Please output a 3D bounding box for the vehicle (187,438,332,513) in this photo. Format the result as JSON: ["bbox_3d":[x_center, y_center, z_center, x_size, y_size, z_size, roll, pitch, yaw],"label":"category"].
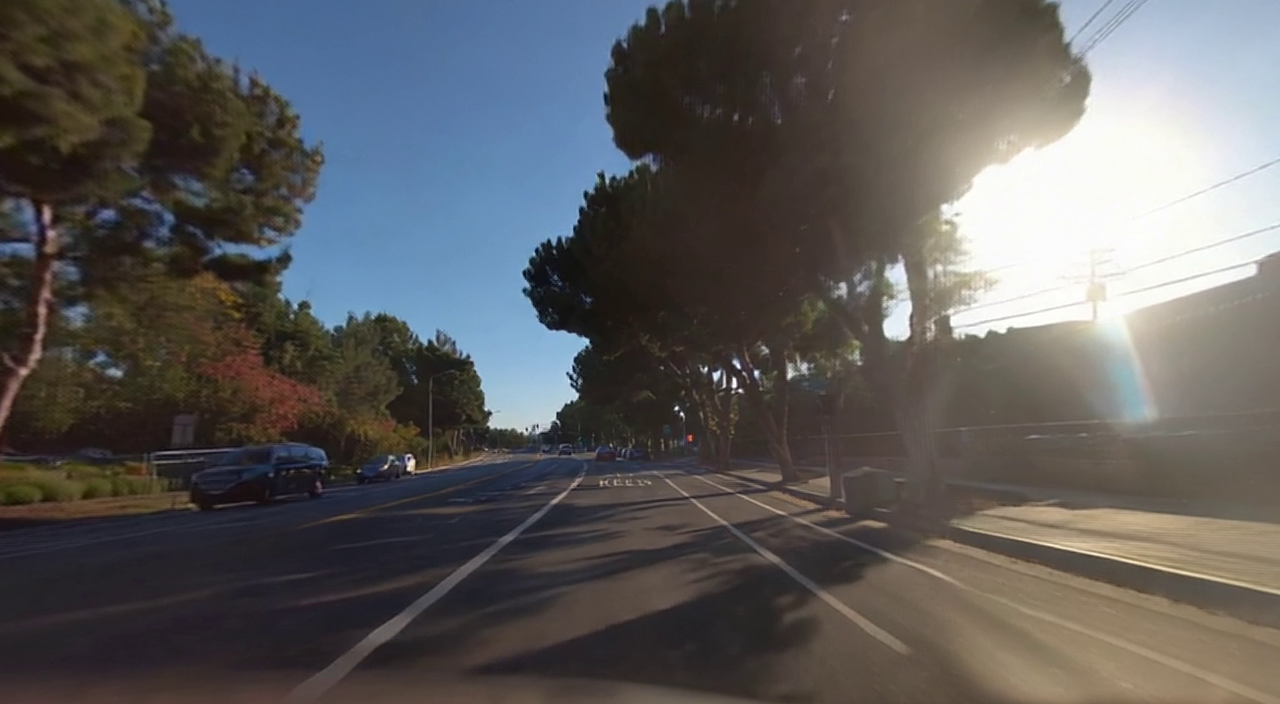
[{"bbox_3d":[-13.284,4.260,22.587,2.314,2.144,5.403,-3,-8,-6],"label":"vehicle"}]

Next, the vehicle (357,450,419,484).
[{"bbox_3d":[-14.437,6.629,36.476,2.090,1.680,4.434,-2,-10,-5],"label":"vehicle"}]
